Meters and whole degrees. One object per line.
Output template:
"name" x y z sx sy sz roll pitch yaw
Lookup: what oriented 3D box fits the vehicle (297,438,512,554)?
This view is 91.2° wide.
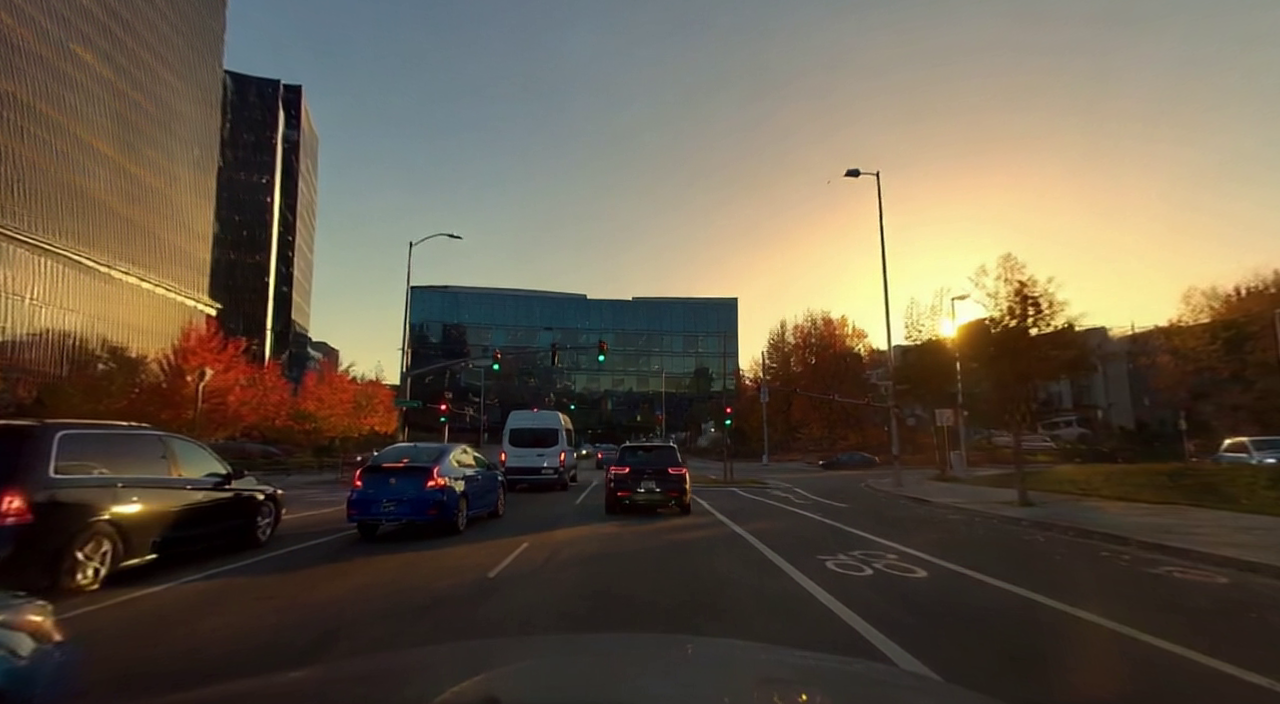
"vehicle" -3.558 2.237 10.454 1.955 1.499 4.223 0 -9 0

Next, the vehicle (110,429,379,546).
"vehicle" -6.809 2.358 11.549 2.022 1.706 4.336 -1 -9 1

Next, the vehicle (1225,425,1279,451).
"vehicle" 37.459 5.213 37.844 1.754 1.501 3.833 -4 -10 23

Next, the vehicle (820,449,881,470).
"vehicle" 16.174 8.255 48.249 3.988 1.518 1.824 0 -9 -2

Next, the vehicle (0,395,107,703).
"vehicle" -2.906 0.641 0.303 1.893 1.491 3.798 0 -9 1

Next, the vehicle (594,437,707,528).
"vehicle" 0.204 2.594 12.927 1.979 1.562 3.630 -1 -9 1

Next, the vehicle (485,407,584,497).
"vehicle" -3.363 3.385 21.356 2.343 2.635 5.684 0 -9 0
